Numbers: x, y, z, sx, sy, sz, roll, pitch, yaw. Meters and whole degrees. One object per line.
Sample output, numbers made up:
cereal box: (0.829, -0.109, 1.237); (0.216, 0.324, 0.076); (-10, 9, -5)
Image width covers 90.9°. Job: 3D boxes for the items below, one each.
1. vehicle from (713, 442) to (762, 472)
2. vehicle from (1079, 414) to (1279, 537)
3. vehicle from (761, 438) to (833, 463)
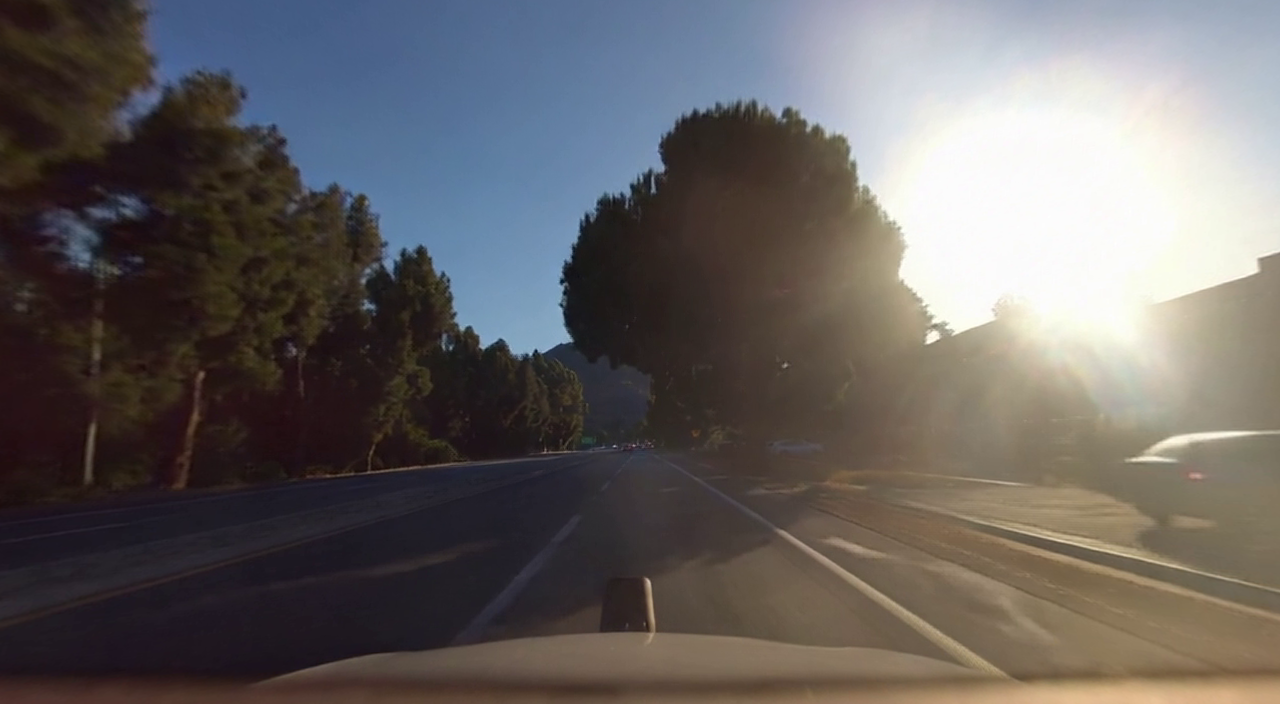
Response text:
vehicle: (5.177, 5.612, 34.024); (1.920, 1.514, 4.746); (0, -8, 1)
vehicle: (10.375, 1.903, 10.074); (5.118, 1.701, 2.175); (0, -8, -3)
vehicle: (12.057, 7.596, 48.692); (4.920, 1.826, 2.328); (1, -8, 0)
